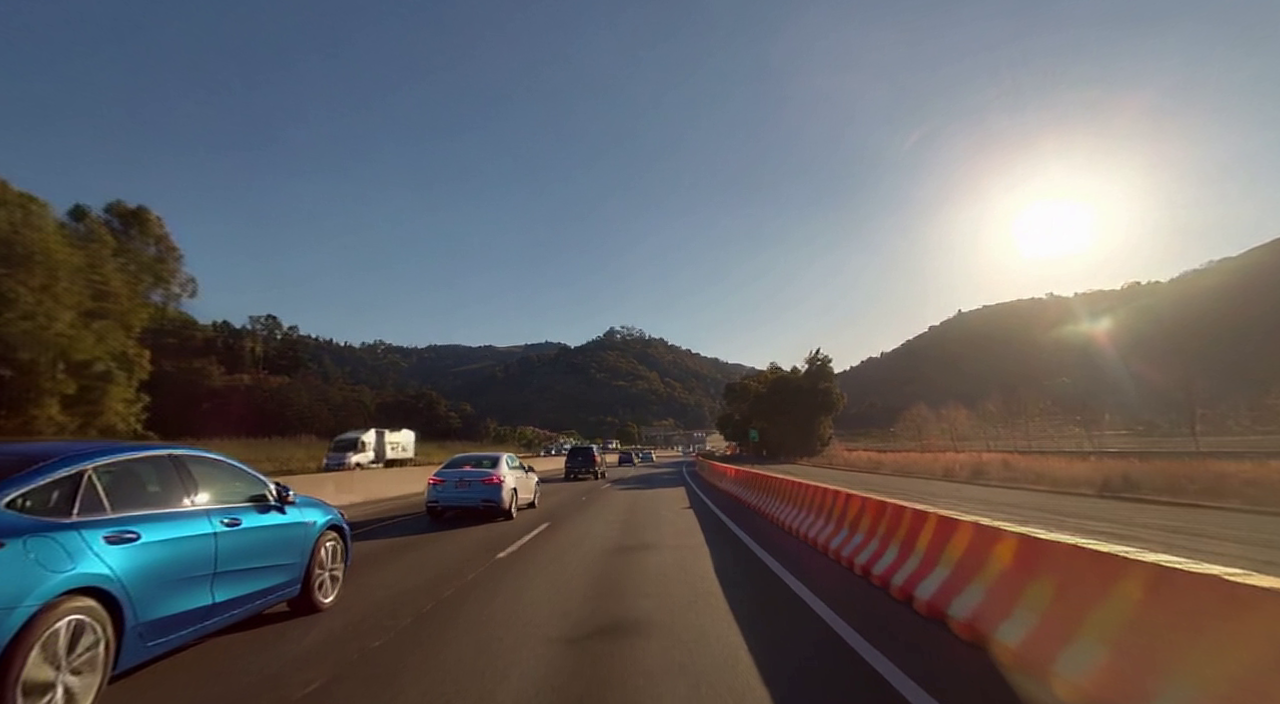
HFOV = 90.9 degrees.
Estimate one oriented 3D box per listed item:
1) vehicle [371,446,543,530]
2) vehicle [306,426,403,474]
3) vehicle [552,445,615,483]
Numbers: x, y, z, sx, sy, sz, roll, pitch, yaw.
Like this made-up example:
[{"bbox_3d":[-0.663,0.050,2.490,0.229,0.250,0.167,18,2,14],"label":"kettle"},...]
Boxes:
[{"bbox_3d":[-3.265,2.503,12.179,2.061,1.330,3.928,0,-9,1],"label":"vehicle"},{"bbox_3d":[-16.360,5.710,36.625,2.367,2.544,6.211,-1,-9,4],"label":"vehicle"},{"bbox_3d":[-2.304,4.730,26.931,2.094,1.480,4.124,-1,-9,3],"label":"vehicle"}]
